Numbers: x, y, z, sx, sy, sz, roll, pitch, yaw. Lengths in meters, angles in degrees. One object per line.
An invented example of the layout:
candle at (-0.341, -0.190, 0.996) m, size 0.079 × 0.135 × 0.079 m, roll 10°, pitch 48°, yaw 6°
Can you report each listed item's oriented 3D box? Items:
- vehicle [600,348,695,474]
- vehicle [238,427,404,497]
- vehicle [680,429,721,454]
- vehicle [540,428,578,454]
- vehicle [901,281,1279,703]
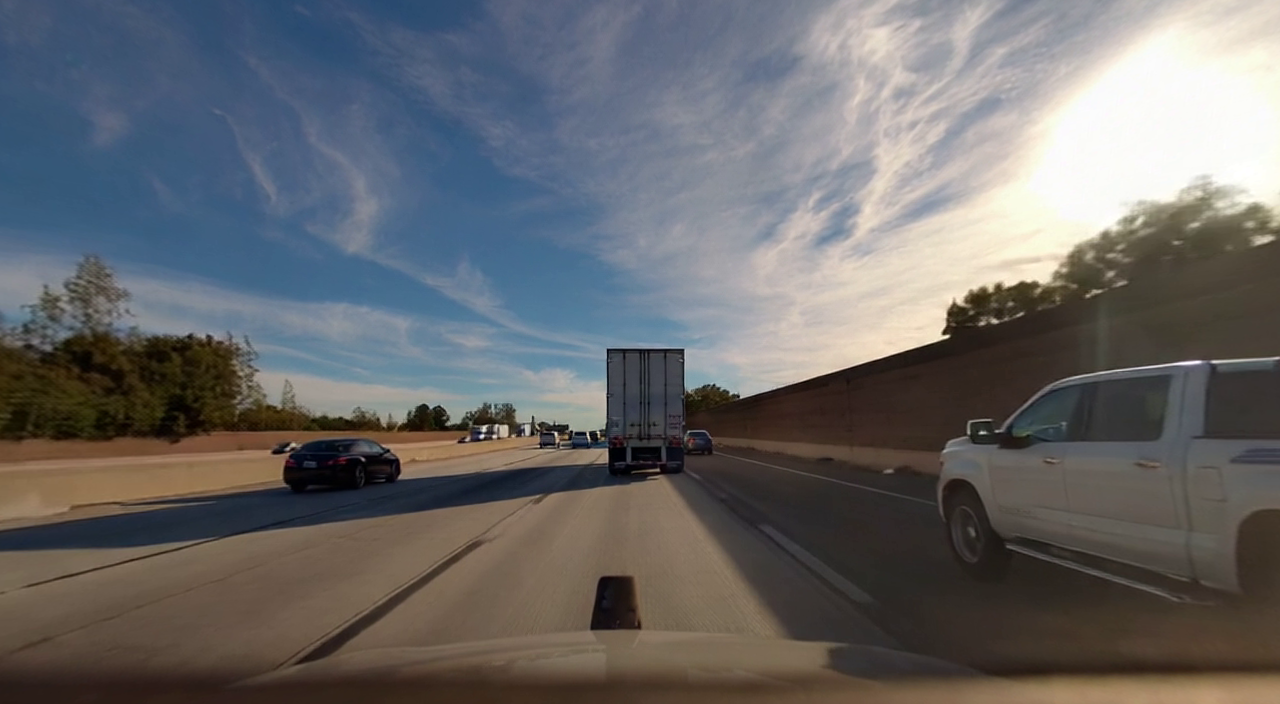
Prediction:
vehicle at (-0.014, 2.504, 24.738) m, size 2.904 × 3.915 × 10.473 m, roll 0°, pitch -8°, yaw -3°
vehicle at (-7.671, 2.646, 15.657) m, size 2.059 × 1.500 × 4.001 m, roll 0°, pitch -8°, yaw -1°
vehicle at (3.851, 5.827, 41.067) m, size 2.044 × 1.508 × 4.716 m, roll 0°, pitch -8°, yaw -2°
vehicle at (-5.433, 6.024, 42.640) m, size 2.134 × 1.650 × 4.133 m, roll 0°, pitch -8°, yaw -2°
vehicle at (3.615, 0.764, 3.495) m, size 2.118 × 1.832 × 4.901 m, roll 0°, pitch -8°, yaw -1°
